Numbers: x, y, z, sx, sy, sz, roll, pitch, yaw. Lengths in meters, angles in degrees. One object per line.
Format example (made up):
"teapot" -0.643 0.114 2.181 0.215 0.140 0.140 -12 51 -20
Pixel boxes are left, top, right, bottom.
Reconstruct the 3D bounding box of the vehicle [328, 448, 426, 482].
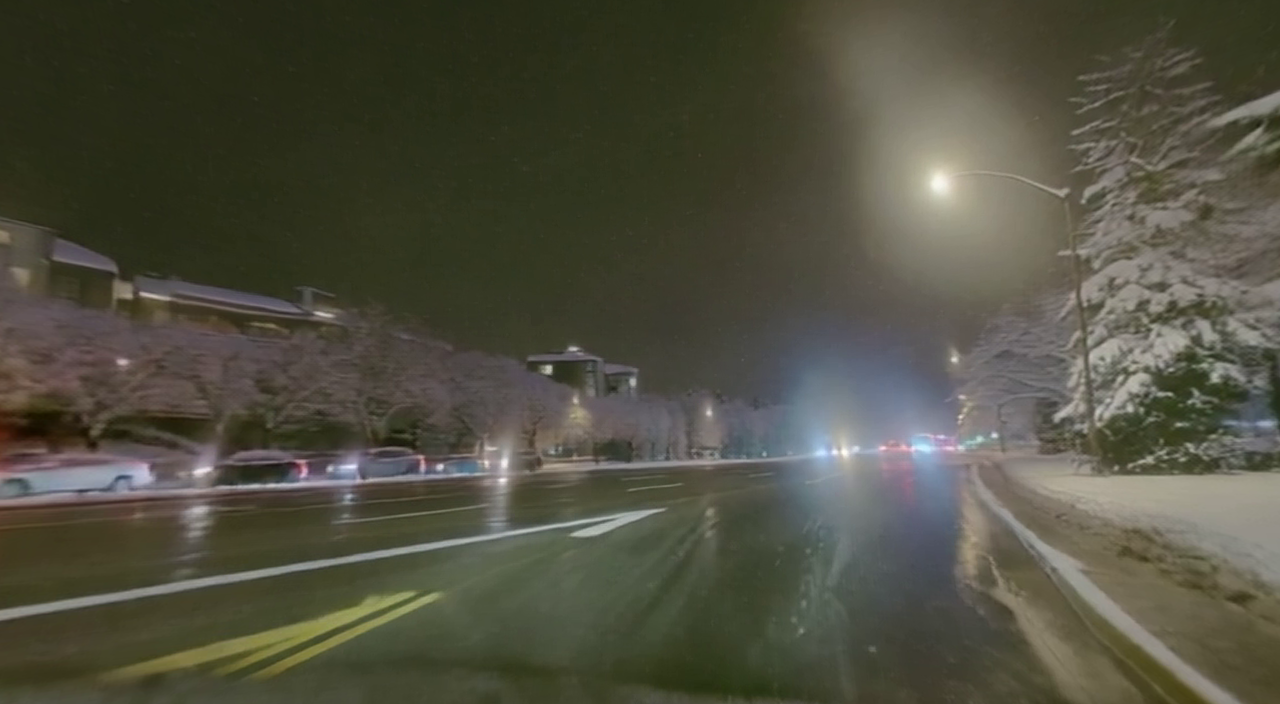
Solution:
"vehicle" -14.332 6.135 34.687 1.926 1.681 4.727 -5 -10 29

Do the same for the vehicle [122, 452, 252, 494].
"vehicle" -20.952 5.562 29.432 2.002 1.711 4.360 -5 -10 27

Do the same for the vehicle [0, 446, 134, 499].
"vehicle" -21.102 4.298 22.323 2.033 1.625 4.467 -11 -15 28

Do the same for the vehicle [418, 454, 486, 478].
"vehicle" -12.958 7.849 43.770 1.867 1.540 4.423 -5 -10 29

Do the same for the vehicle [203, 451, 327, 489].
"vehicle" -17.206 5.382 29.258 1.842 1.582 4.513 -5 -10 29

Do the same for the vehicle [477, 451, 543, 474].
"vehicle" -8.972 7.637 43.991 1.872 1.493 4.724 -5 -10 29
